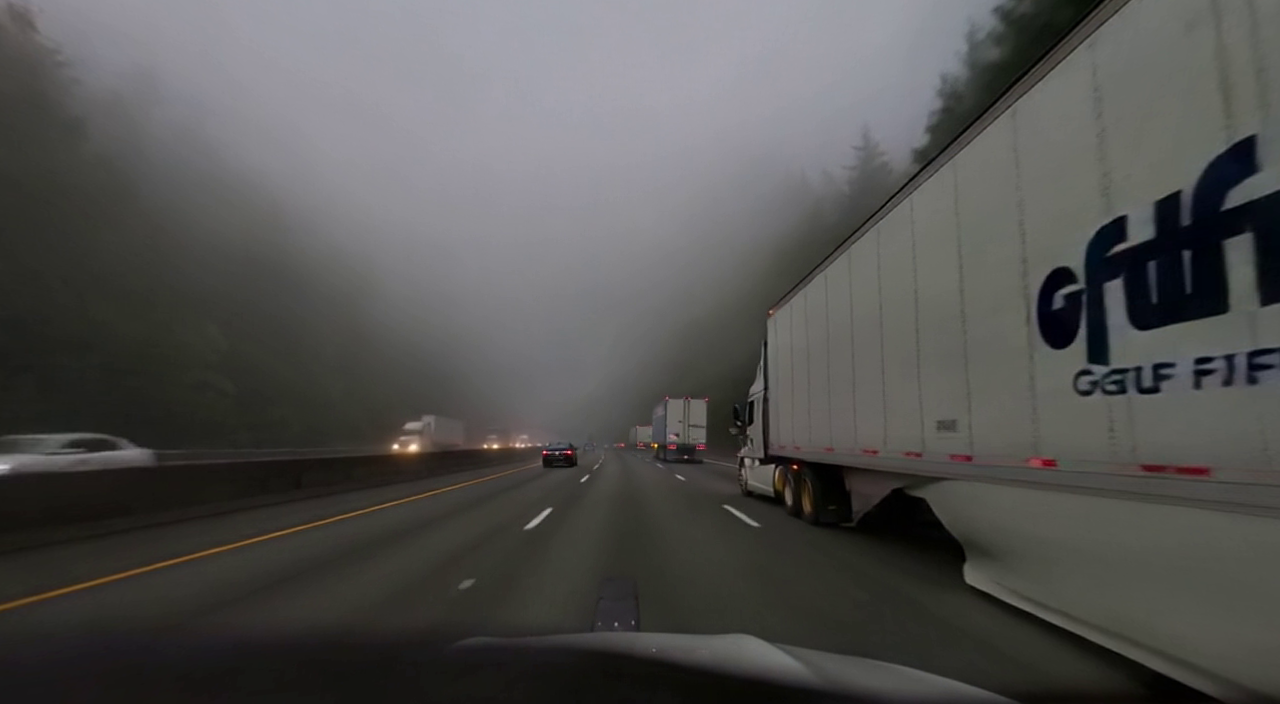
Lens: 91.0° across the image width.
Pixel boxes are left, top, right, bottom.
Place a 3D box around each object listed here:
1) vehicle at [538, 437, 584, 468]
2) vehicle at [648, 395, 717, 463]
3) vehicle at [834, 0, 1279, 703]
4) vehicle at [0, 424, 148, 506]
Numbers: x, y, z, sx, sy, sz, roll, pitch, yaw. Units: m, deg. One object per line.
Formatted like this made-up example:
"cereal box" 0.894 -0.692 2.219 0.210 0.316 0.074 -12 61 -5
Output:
"vehicle" -4.463 5.754 36.330 2.206 1.644 4.027 0 -8 -1
"vehicle" 2.620 5.567 44.544 3.116 3.992 13.748 0 -8 -3
"vehicle" 3.899 -0.604 0.657 2.948 4.045 13.051 0 -8 -1
"vehicle" -12.587 2.210 12.482 1.930 1.468 4.667 0 -8 -1
